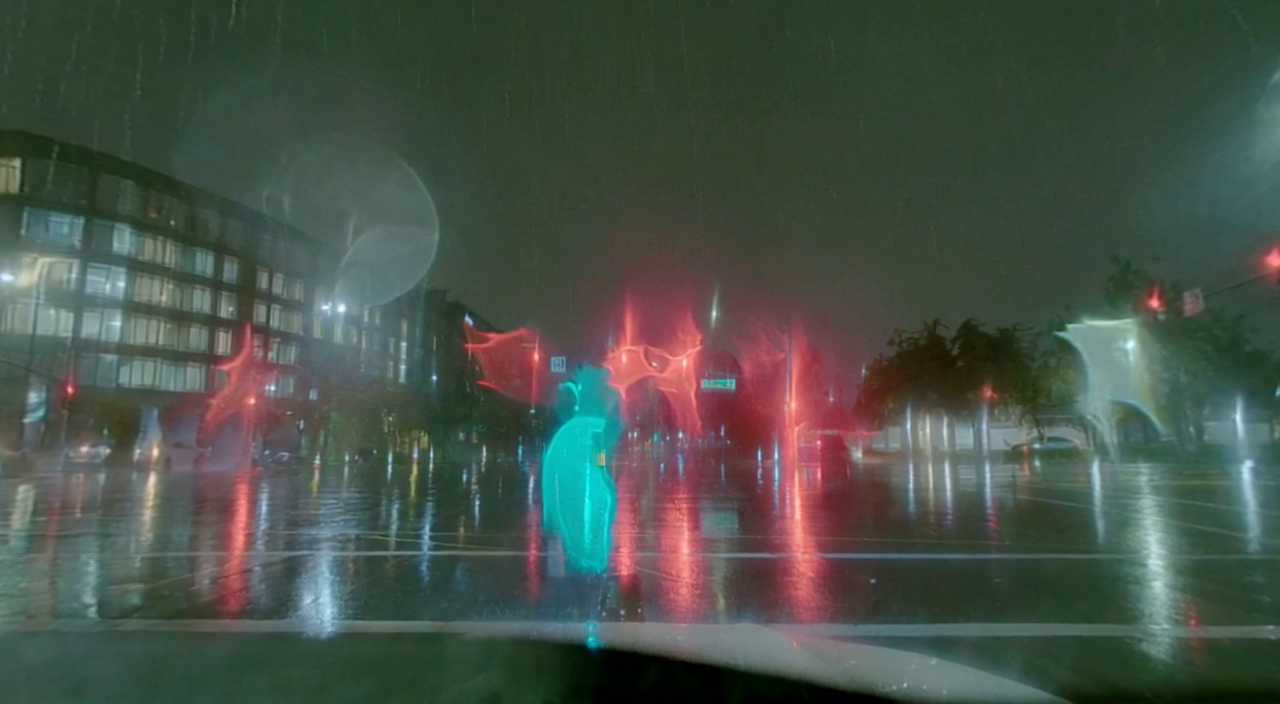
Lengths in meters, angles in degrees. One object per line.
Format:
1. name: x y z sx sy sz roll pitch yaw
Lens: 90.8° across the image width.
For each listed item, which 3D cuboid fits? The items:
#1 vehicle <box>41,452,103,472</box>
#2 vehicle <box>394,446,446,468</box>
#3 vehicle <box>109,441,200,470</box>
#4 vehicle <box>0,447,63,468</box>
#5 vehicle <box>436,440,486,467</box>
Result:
1. vehicle: -41.625 8.042 46.375 1.552 1.339 3.340 -1 -9 -3
2. vehicle: -15.521 7.441 44.841 2.056 1.450 4.343 0 -8 0
3. vehicle: -34.936 7.447 45.749 2.204 1.955 5.518 0 -8 0
4. vehicle: -45.285 7.777 46.612 1.858 1.467 3.624 0 -9 1
5. vehicle: -12.005 6.832 42.659 2.080 1.763 4.341 0 -8 1
